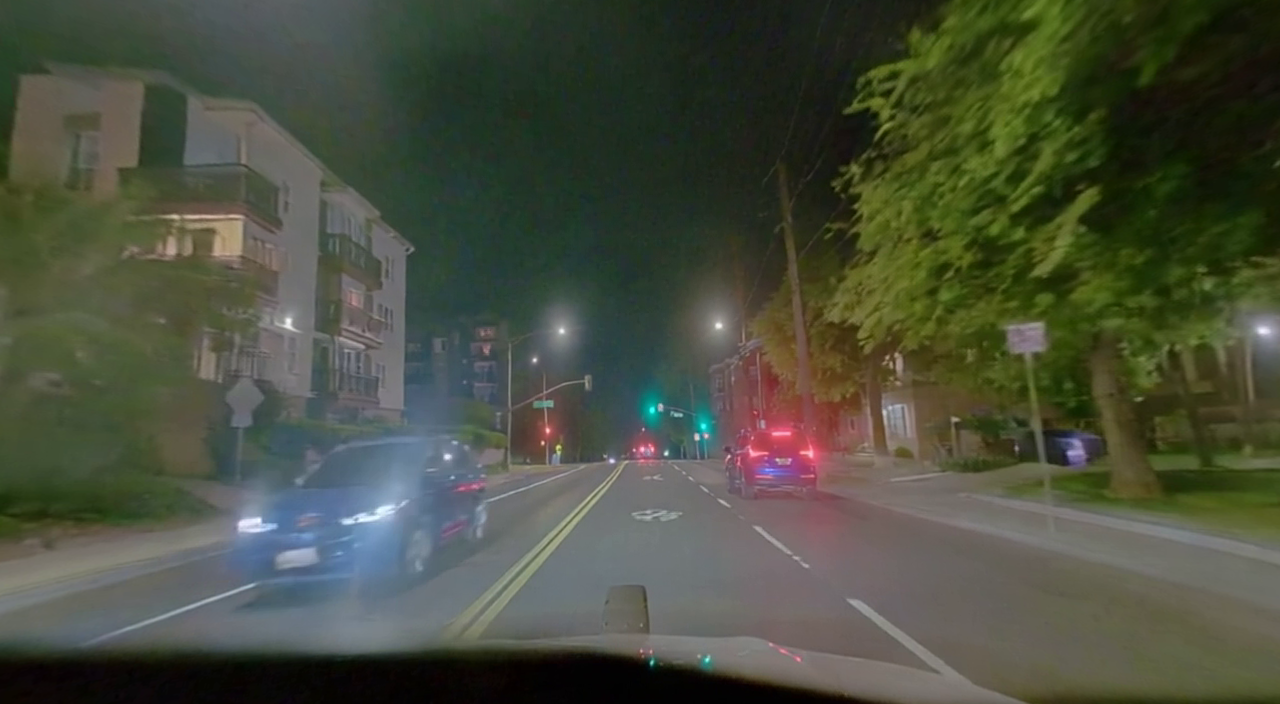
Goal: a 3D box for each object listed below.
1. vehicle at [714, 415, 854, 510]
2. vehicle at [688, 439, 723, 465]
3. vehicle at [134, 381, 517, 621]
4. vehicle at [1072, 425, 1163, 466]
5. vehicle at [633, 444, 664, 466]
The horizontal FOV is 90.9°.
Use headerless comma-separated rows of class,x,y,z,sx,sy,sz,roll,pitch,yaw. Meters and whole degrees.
vehicle,3.164,2.578,15.048,2.130,1.863,4.844,0,-9,0
vehicle,4.780,7.389,46.689,2.335,1.794,4.898,-1,-9,4
vehicle,-3.067,1.600,7.740,2.110,1.936,5.020,-1,-9,0
vehicle,21.425,4.156,28.212,4.704,1.447,1.990,2,-10,-39
vehicle,0.577,7.455,45.787,2.097,1.463,4.043,-1,-9,0
